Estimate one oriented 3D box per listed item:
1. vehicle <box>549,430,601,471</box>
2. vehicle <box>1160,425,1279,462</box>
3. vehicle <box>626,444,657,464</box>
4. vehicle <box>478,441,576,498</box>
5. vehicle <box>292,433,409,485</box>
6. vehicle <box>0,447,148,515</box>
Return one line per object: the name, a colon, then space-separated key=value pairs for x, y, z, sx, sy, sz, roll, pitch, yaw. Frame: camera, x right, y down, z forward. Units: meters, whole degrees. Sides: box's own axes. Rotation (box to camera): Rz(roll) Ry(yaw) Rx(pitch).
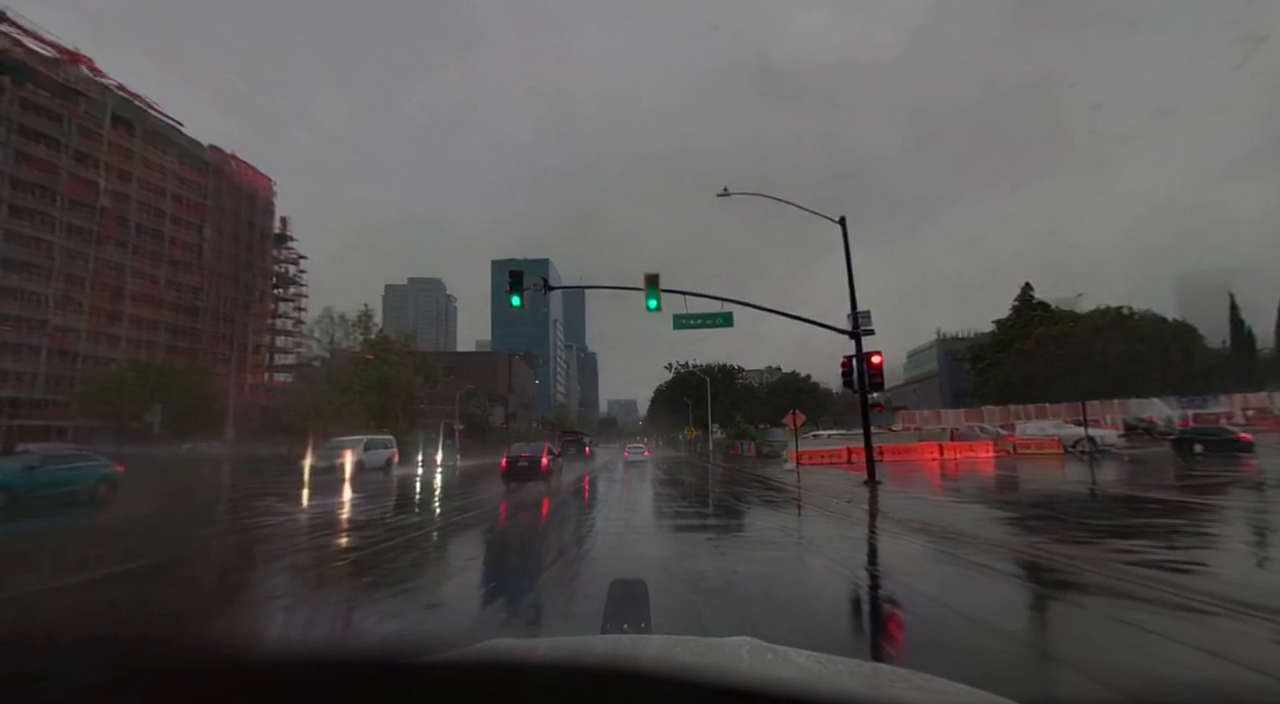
vehicle: x=-3.408 y=5.311 z=34.082 sx=2.240 sy=2.054 sz=4.662 roll=0 pitch=-9 yaw=1
vehicle: x=27.959 y=4.388 z=30.295 sx=4.014 sy=1.681 sz=1.834 roll=-3 pitch=-9 yaw=20
vehicle: x=0.088 y=7.482 z=46.406 sx=2.171 sy=1.422 sz=4.146 roll=0 pitch=-9 yaw=0
vehicle: x=-3.096 y=3.314 z=18.234 sx=1.959 sy=1.406 sz=4.527 roll=0 pitch=-9 yaw=0
vehicle: x=-11.626 y=4.333 z=25.785 sx=2.291 sy=1.890 sz=4.998 roll=0 pitch=-9 yaw=1
vehicle: x=-14.930 y=3.096 z=15.408 sx=1.935 sy=1.481 sz=4.702 roll=-2 pitch=-9 yaw=1
